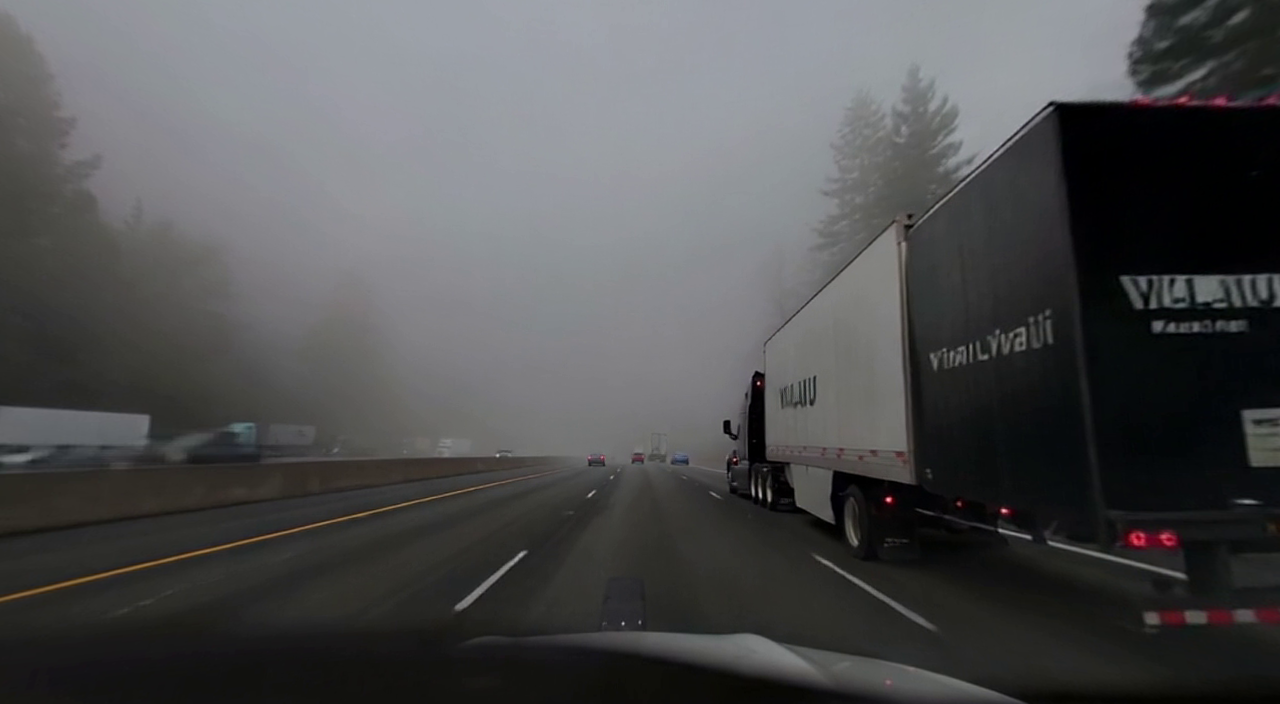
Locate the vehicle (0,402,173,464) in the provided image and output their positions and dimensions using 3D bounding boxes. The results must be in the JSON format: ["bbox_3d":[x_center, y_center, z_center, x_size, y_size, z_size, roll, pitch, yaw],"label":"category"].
[{"bbox_3d":[-41.779,5.768,44.104,3.143,4.022,14.844,-4,-10,22],"label":"vehicle"}]

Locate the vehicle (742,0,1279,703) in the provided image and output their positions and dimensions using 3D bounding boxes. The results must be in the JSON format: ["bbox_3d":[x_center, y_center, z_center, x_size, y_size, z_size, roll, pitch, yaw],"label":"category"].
[{"bbox_3d":[4.426,0.963,10.537,2.847,4.075,14.244,0,-9,-1],"label":"vehicle"}]
